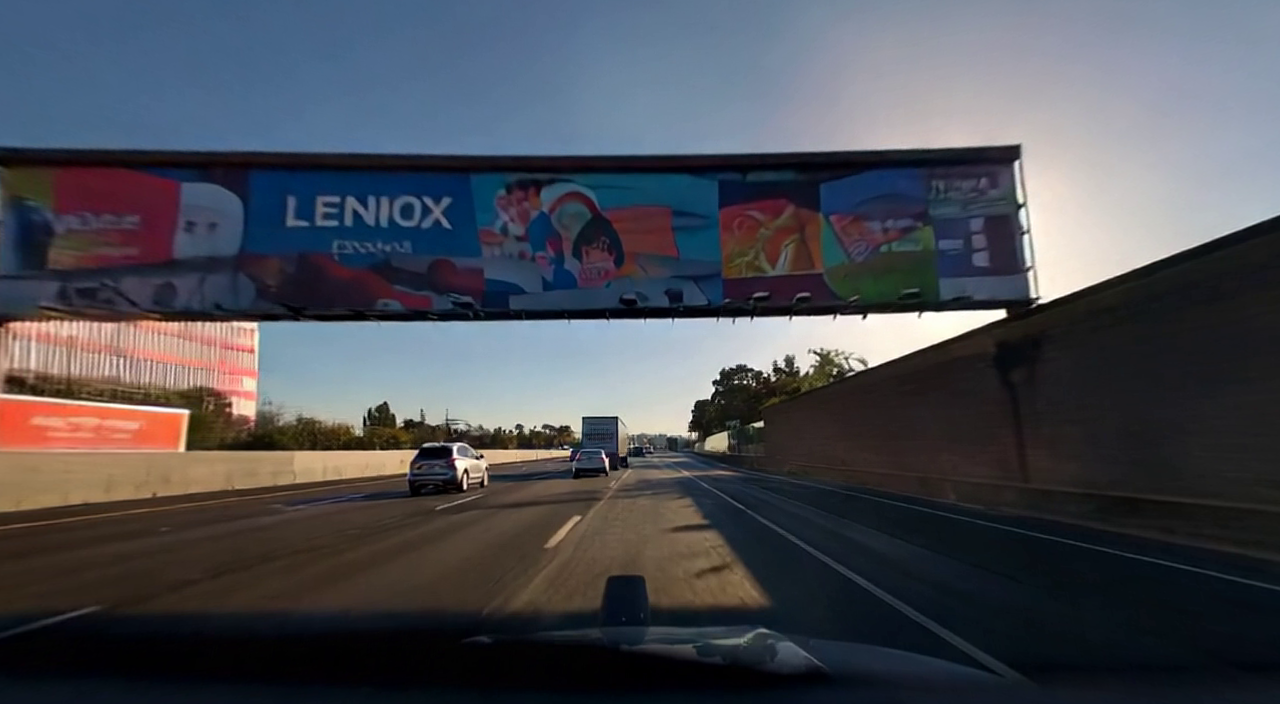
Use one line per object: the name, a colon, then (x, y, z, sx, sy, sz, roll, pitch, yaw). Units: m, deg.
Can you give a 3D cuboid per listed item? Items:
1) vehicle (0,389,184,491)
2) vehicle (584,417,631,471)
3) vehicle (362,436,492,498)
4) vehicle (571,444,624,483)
vehicle: (-26.860, 3.843, 27.143, 2.889, 4.015, 15.036, 0, -9, 1)
vehicle: (-2.180, 6.588, 44.870, 2.794, 3.460, 8.595, 0, -9, 1)
vehicle: (-6.780, 3.716, 20.829, 2.401, 1.759, 5.126, 0, -9, 1)
vehicle: (-1.865, 5.008, 28.554, 2.168, 1.597, 3.615, 0, -9, 0)
